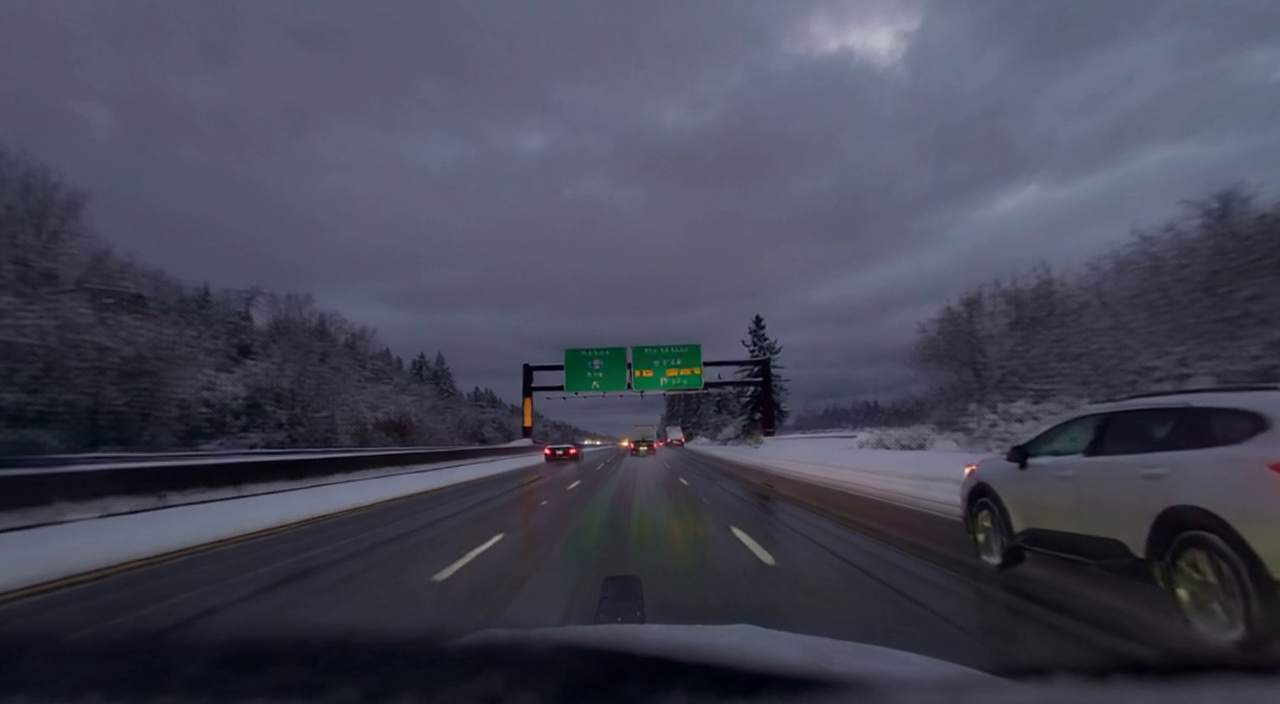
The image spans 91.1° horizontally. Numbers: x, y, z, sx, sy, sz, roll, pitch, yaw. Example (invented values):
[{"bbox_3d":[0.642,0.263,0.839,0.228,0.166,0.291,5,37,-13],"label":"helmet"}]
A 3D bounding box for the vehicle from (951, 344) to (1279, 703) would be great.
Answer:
[{"bbox_3d":[4.071,0.943,3.866,2.025,1.707,4.279,0,-8,-1],"label":"vehicle"}]

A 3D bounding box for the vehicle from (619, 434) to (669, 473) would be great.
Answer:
[{"bbox_3d":[0.171,4.458,27.798,2.049,1.542,3.816,0,-8,0],"label":"vehicle"}]

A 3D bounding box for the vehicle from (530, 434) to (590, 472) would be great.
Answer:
[{"bbox_3d":[-3.566,4.586,28.710,2.066,1.561,4.495,0,-8,1],"label":"vehicle"}]
